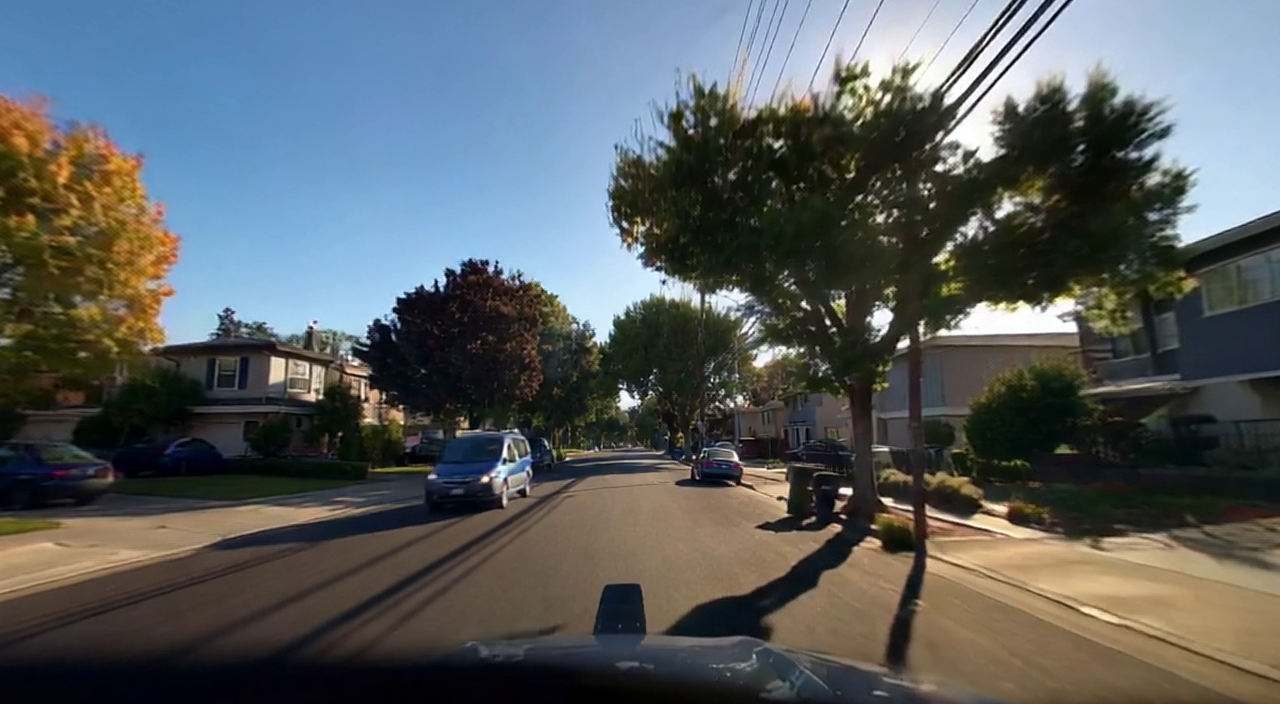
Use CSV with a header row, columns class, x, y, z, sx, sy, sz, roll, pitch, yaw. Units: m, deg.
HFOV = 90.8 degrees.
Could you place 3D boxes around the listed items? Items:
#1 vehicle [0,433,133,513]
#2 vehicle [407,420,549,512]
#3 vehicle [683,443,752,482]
class,x,y,z,sx,sy,sz,roll,pitch,yaw
vehicle,-13.314,2.377,12.710,4.443,1.475,1.932,1,-8,-2
vehicle,-3.629,2.641,15.149,2.032,1.836,4.520,0,-8,2
vehicle,3.094,4.529,26.217,1.944,1.439,4.500,1,-8,-4
